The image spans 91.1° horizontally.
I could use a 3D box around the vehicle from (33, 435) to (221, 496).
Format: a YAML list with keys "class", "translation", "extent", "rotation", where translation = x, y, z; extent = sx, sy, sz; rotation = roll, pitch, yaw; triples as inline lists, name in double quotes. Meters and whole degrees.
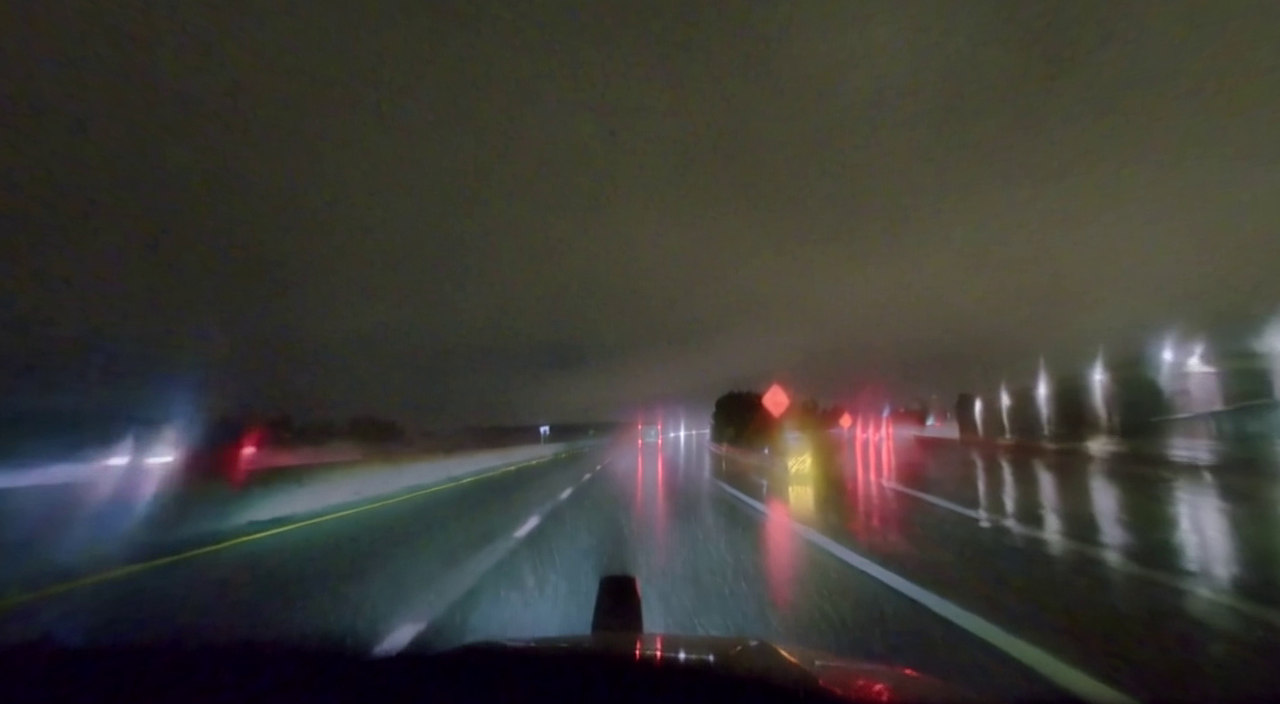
- class: "vehicle"
  translation: [-14.082, 3.103, 17.624]
  extent: [1.828, 1.495, 4.024]
  rotation: [0, -8, 0]
